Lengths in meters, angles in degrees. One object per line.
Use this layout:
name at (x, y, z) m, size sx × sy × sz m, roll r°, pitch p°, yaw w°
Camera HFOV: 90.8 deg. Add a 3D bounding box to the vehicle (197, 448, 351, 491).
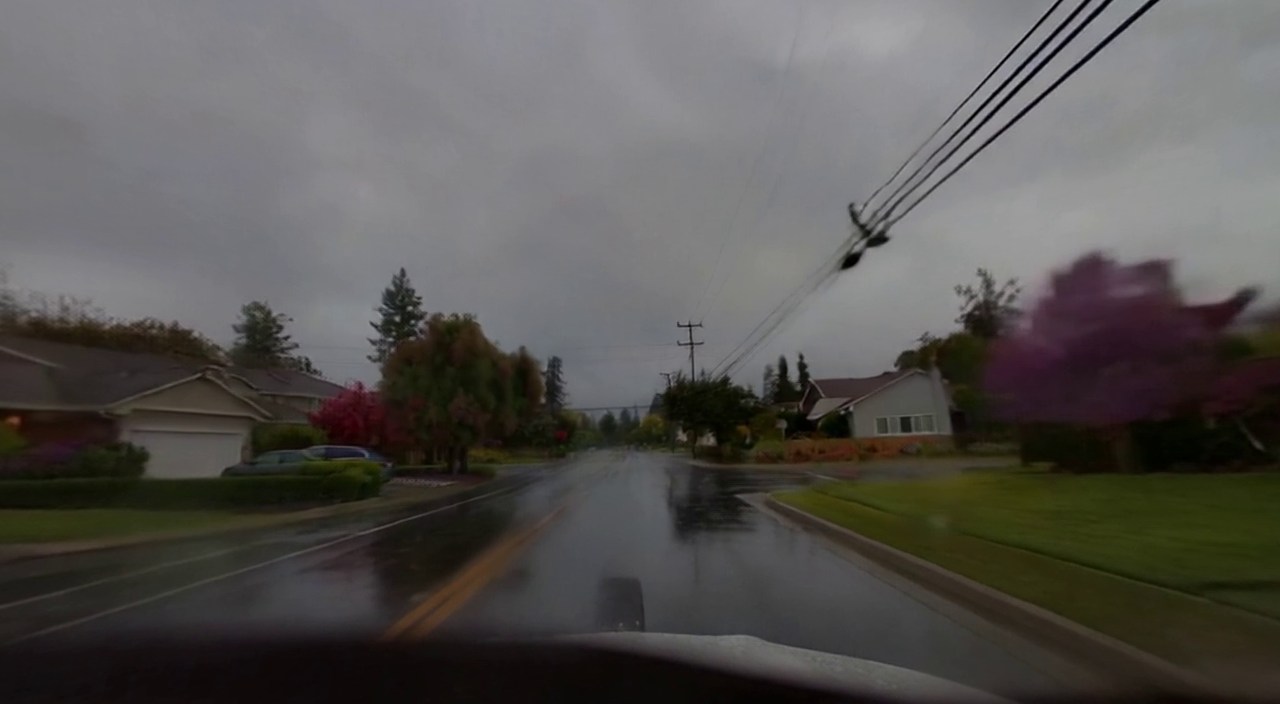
vehicle at (-14.050, 4.528, 24.522) m, size 4.554 × 1.535 × 2.261 m, roll 0°, pitch -9°, yaw -3°
